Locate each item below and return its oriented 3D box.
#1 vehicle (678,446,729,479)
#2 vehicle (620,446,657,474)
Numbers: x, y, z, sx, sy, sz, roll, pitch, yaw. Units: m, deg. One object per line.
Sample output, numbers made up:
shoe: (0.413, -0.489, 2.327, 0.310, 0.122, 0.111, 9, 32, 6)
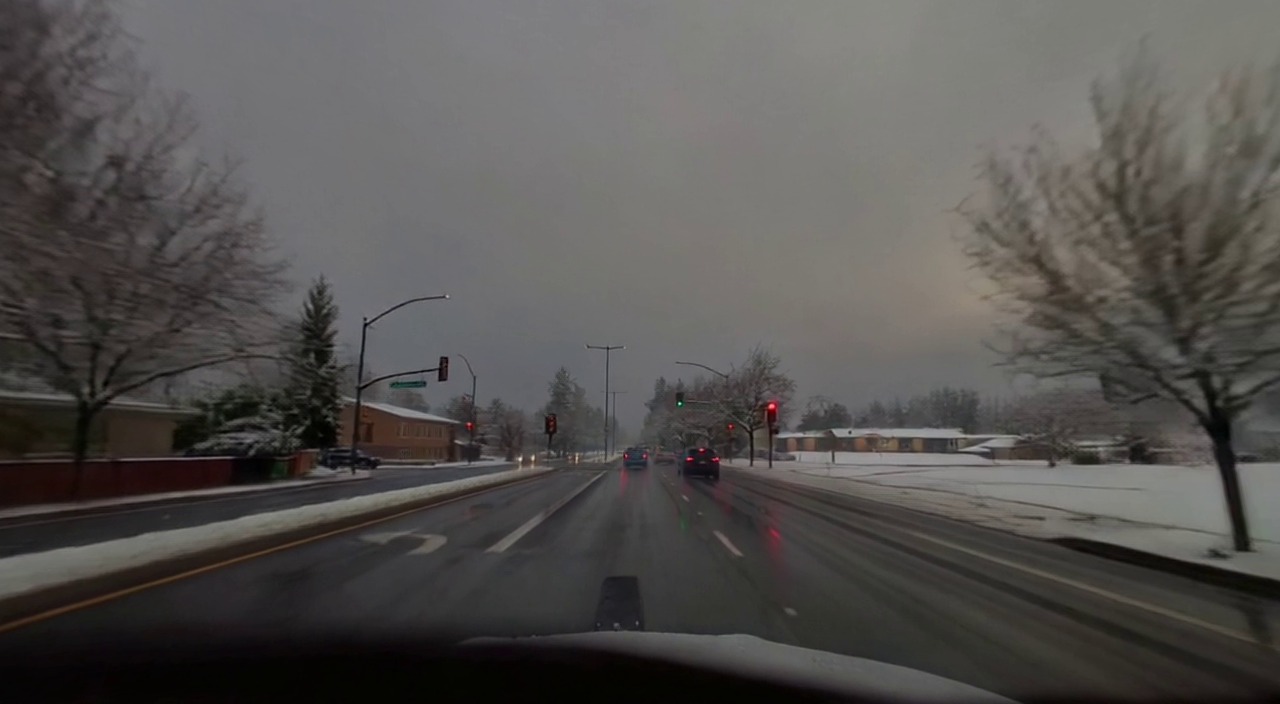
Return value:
vehicle: (3.110, 5.521, 31.900, 2.057, 1.496, 4.401, 1, -9, -1)
vehicle: (-0.083, 6.357, 37.469, 2.018, 1.511, 3.993, 0, -9, 0)
